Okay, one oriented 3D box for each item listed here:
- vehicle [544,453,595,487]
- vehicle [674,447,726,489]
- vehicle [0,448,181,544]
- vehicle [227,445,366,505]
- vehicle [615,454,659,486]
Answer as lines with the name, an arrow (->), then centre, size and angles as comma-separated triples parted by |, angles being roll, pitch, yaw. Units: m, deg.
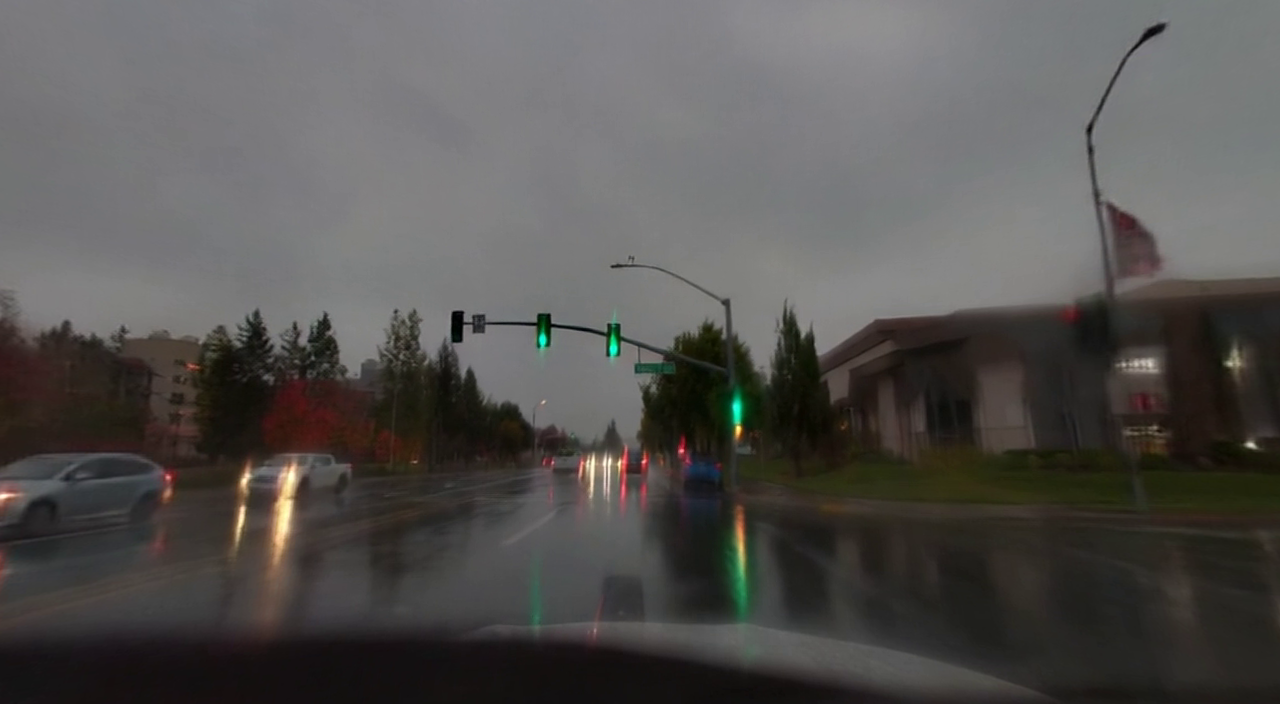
vehicle -> -3.315, 5.628, 30.459 | 1.921, 1.477, 4.083 | 0, -9, 2
vehicle -> 2.829, 5.637, 31.090 | 2.175, 1.850, 5.118 | 0, -9, 1
vehicle -> -12.501, 2.921, 13.507 | 1.986, 1.712, 4.399 | 0, -9, 1
vehicle -> -12.272, 4.395, 23.073 | 2.260, 1.921, 4.902 | 0, -9, 0
vehicle -> -0.115, 5.960, 32.270 | 2.085, 1.475, 3.976 | 0, -9, 1
